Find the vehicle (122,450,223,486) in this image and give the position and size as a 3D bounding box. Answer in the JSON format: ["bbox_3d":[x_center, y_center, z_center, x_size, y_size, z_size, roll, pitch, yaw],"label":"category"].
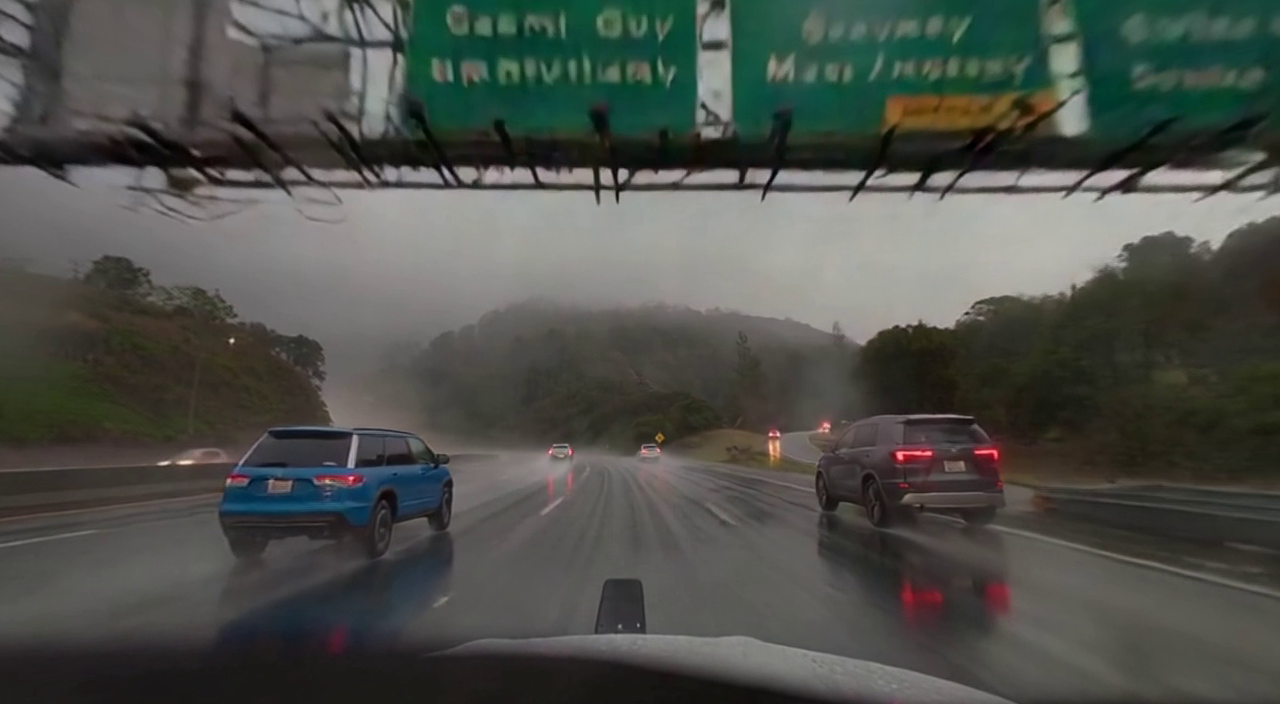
[{"bbox_3d":[-29.319,7.274,39.965,2.214,2.067,5.745,0,-9,-3],"label":"vehicle"}]

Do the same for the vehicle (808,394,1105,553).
[{"bbox_3d":[4.463,1.822,10.076,2.103,1.903,4.837,0,-9,-1],"label":"vehicle"}]

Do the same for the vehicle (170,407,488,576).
[{"bbox_3d":[-3.835,1.819,9.030,2.213,1.766,4.598,0,-9,-1],"label":"vehicle"}]
